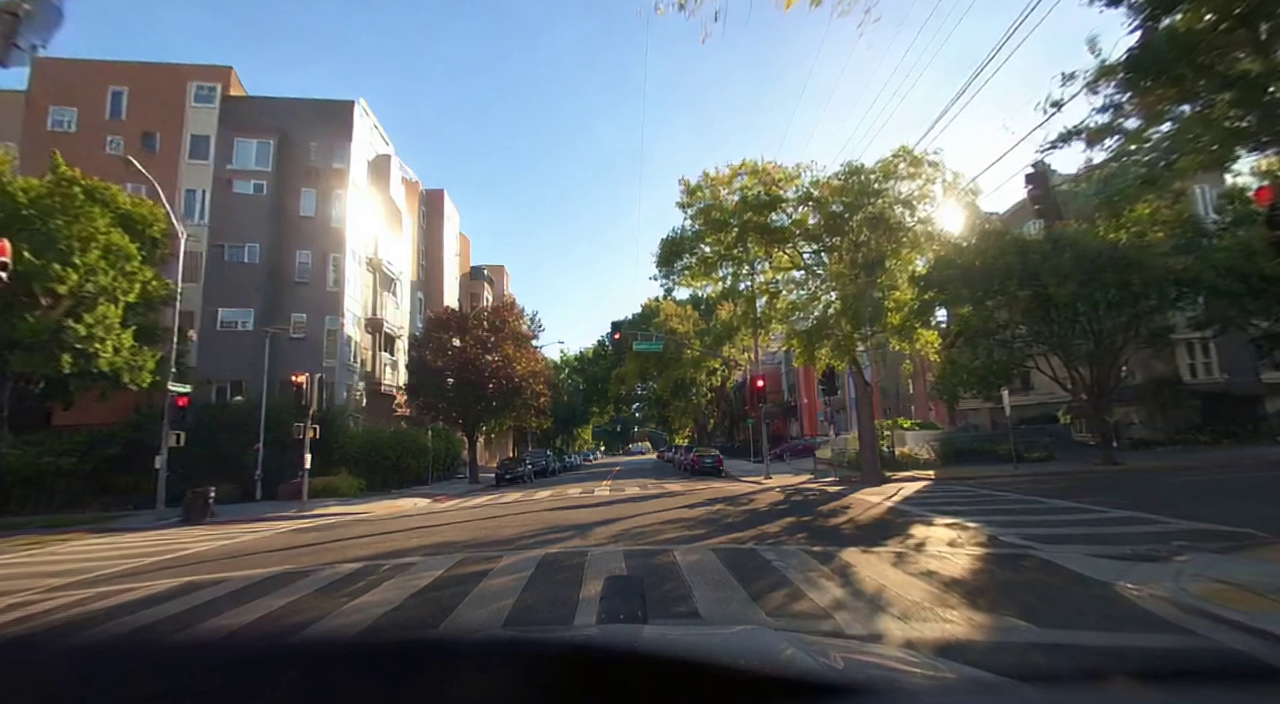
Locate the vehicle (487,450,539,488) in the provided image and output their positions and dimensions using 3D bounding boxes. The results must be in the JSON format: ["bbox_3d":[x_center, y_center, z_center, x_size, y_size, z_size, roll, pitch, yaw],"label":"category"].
[{"bbox_3d":[-6.701,6.184,33.746,1.763,1.612,4.462,-8,-8,-1],"label":"vehicle"}]

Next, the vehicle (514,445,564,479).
[{"bbox_3d":[-6.454,7.052,40.776,2.175,1.849,4.725,-4,-8,2],"label":"vehicle"}]

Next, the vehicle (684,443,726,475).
[{"bbox_3d":[3.579,5.964,35.553,1.924,1.657,4.665,0,-8,0],"label":"vehicle"}]
